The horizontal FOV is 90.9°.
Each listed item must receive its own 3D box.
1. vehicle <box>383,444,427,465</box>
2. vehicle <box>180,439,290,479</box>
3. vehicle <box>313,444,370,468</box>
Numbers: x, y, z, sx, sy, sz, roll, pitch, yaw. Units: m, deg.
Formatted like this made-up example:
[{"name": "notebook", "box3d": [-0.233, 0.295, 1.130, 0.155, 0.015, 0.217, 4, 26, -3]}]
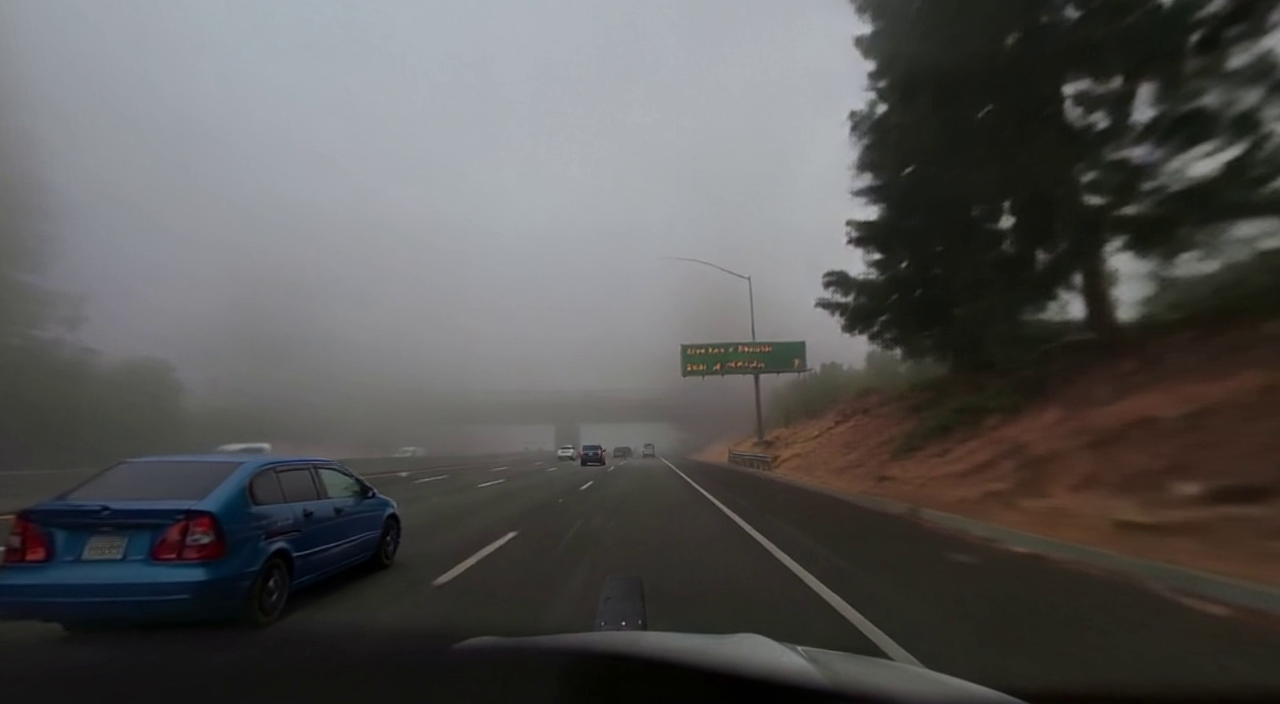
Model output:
[{"name": "vehicle", "box3d": [-16.019, 6.994, 43.139, 1.530, 1.404, 3.459, 0, -8, 2]}, {"name": "vehicle", "box3d": [-19.882, 5.239, 31.264, 2.156, 1.806, 4.697, -1, -8, 3]}, {"name": "vehicle", "box3d": [-20.064, 6.982, 42.515, 1.890, 1.538, 3.644, -1, -8, 3]}]
